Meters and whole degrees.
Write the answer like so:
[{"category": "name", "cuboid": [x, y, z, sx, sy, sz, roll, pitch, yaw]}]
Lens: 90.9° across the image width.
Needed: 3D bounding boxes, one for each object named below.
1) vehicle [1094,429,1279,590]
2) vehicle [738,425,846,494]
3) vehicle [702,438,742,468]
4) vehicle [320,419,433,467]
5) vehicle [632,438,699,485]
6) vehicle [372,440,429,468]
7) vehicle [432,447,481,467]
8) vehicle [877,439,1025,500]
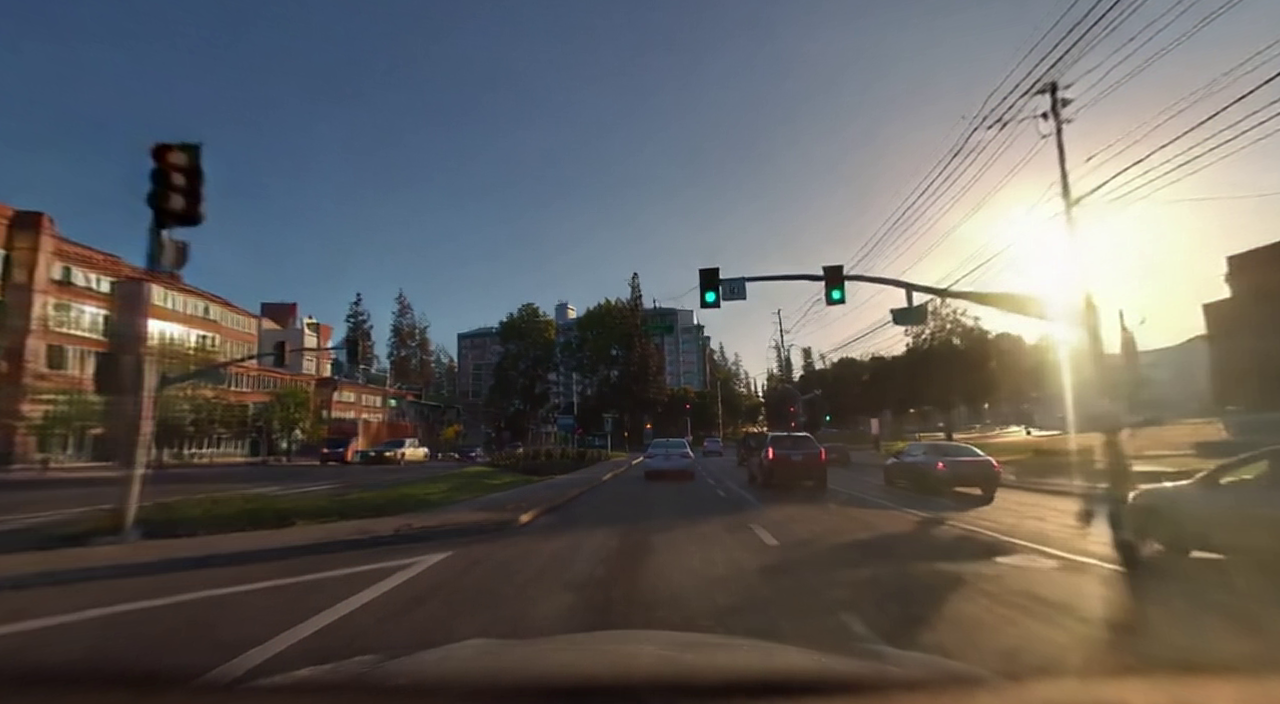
[{"category": "vehicle", "cuboid": [6.849, 1.460, 5.868, 1.866, 1.471, 4.478, 0, -8, 0]}, {"category": "vehicle", "cuboid": [4.380, 3.199, 19.100, 2.119, 1.810, 4.848, 0, -8, 1]}, {"category": "vehicle", "cuboid": [4.662, 5.804, 36.459, 1.896, 1.612, 4.203, 0, -8, 2]}, {"category": "vehicle", "cuboid": [-20.199, 7.187, 49.772, 3.354, 3.314, 12.985, 0, -8, 0]}, {"category": "vehicle", "cuboid": [0.915, 3.855, 22.540, 2.168, 1.527, 4.174, -1, -8, 3]}, {"category": "vehicle", "cuboid": [-16.313, 6.944, 43.155, 2.052, 1.770, 4.545, 0, -8, 1]}, {"category": "vehicle", "cuboid": [-12.925, 7.401, 44.600, 1.926, 1.303, 4.686, -1, -8, 2]}, {"category": "vehicle", "cuboid": [8.500, 3.220, 17.796, 1.882, 1.463, 4.543, 0, -8, 0]}]
